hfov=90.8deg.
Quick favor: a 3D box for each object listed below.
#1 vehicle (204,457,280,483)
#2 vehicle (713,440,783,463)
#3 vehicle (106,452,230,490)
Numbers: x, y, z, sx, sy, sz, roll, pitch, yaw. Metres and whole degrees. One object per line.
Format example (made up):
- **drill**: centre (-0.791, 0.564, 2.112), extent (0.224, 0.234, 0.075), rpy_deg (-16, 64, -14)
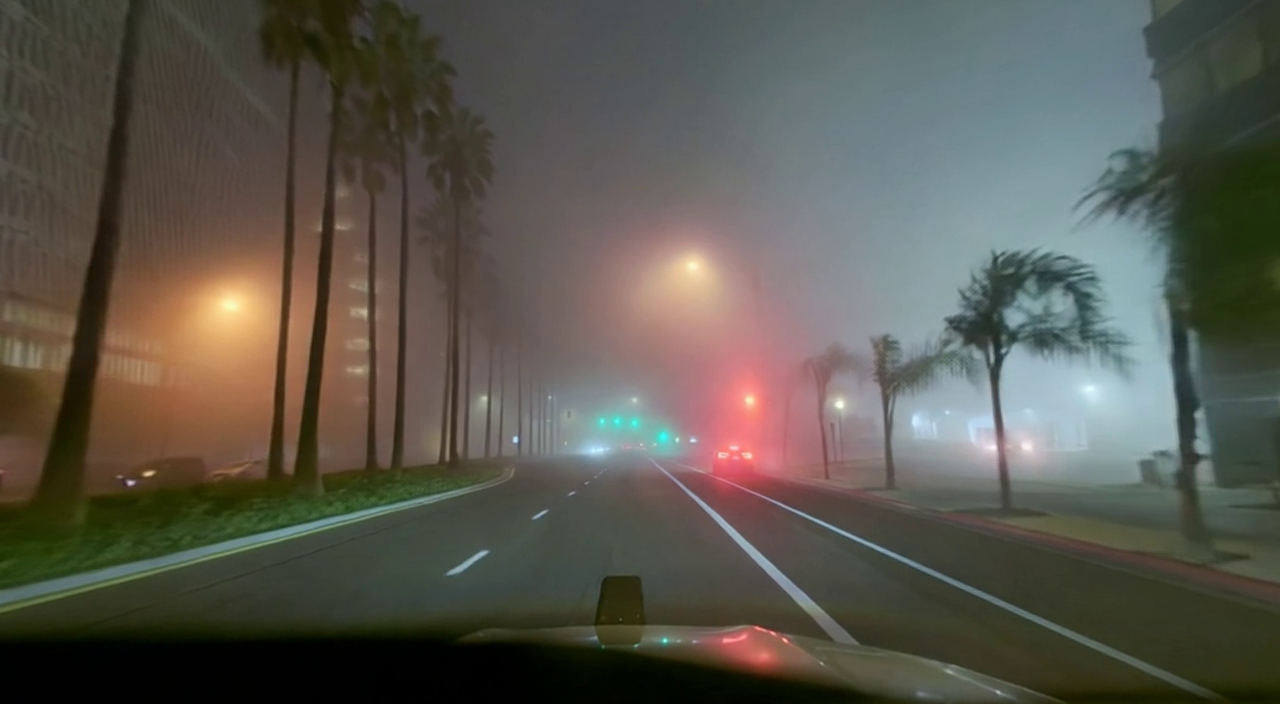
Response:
- **vehicle**: centre (-24.237, 7.183, 38.693), extent (1.751, 1.424, 4.506), rpy_deg (0, -9, -1)
- **vehicle**: centre (8.210, 7.639, 48.399), extent (4.871, 1.708, 2.144), rpy_deg (0, -9, -2)
- **vehicle**: centre (-24.624, 6.192, 33.360), extent (2.062, 1.765, 5.897), rpy_deg (0, -9, -1)
